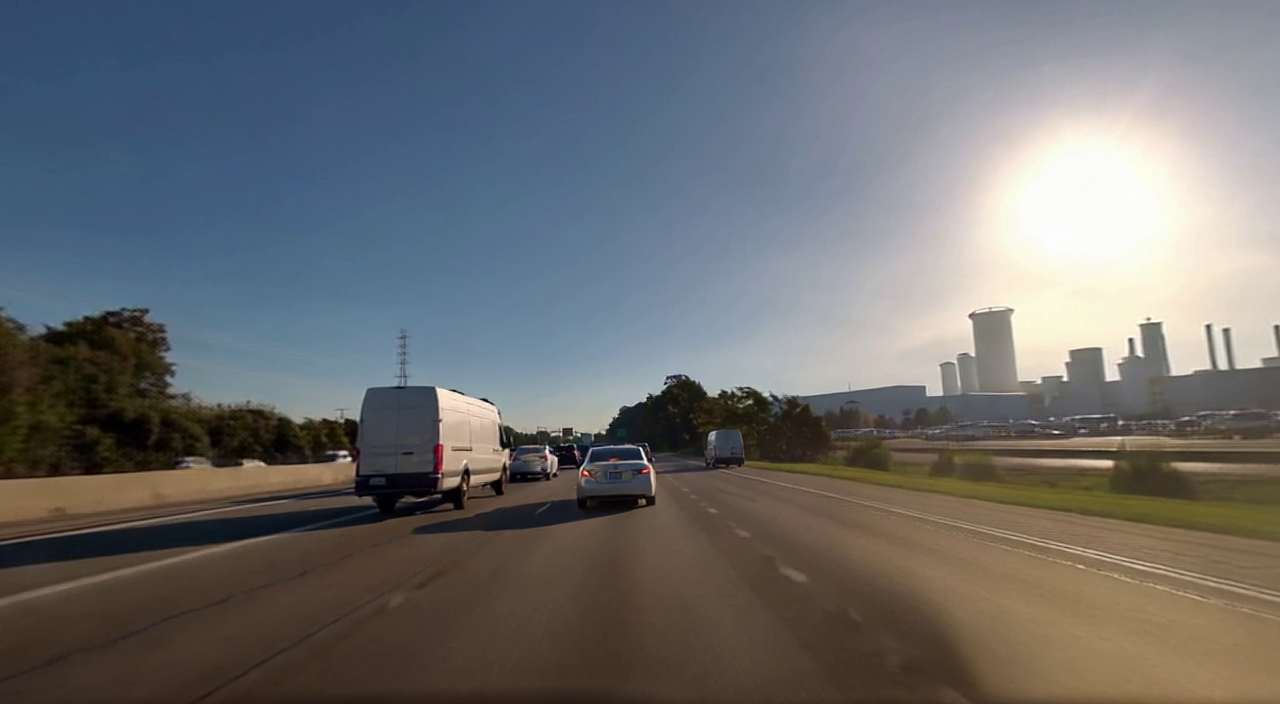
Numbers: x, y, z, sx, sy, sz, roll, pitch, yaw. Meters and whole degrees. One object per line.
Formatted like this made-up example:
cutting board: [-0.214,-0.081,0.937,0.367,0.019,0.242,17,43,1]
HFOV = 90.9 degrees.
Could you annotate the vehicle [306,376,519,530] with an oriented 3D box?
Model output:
vehicle: [-4.575,2.261,14.339,2.248,2.626,6.837,0,-9,0]

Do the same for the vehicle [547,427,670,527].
vehicle: [-0.533,2.439,12.745,2.093,1.695,3.782,0,-9,0]

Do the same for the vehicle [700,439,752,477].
vehicle: [4.262,5.319,31.769,2.003,1.754,4.134,0,-9,0]
